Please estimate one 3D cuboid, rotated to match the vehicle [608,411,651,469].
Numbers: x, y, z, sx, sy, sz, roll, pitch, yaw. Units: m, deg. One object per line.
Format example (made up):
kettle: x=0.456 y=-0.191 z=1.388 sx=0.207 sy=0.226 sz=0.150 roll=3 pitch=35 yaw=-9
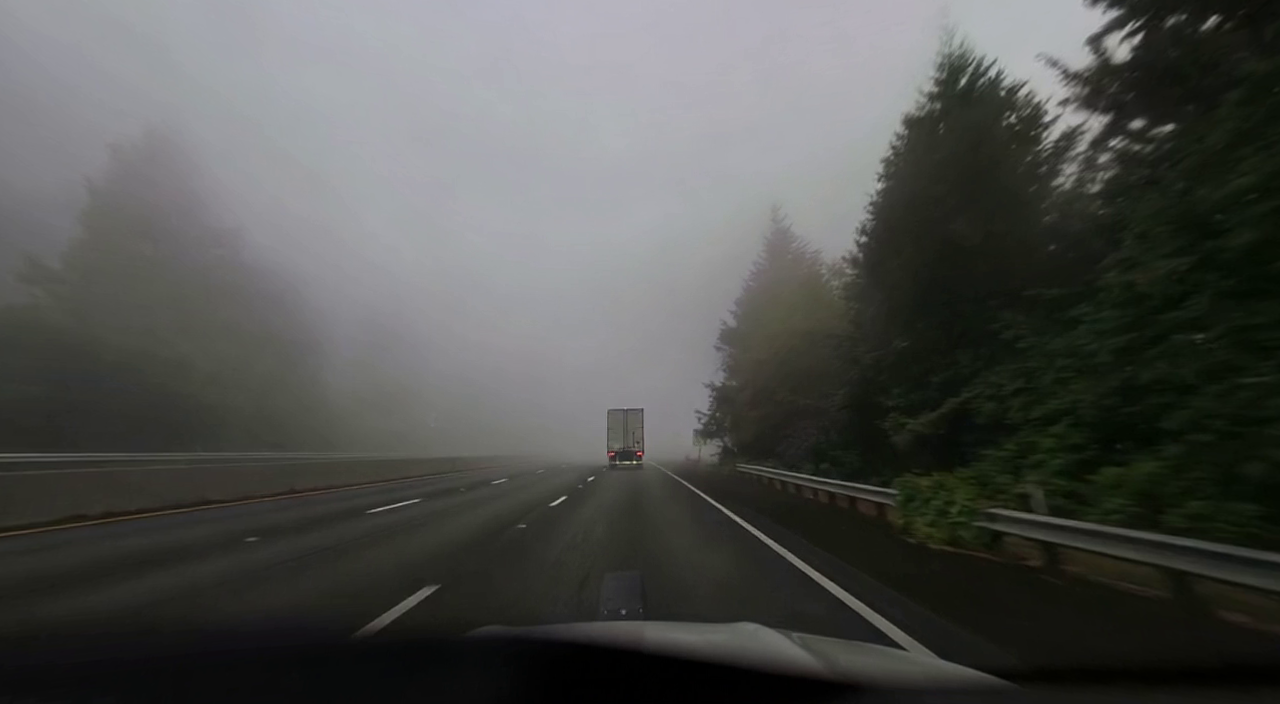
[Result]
vehicle: x=-0.767 y=6.940 z=48.979 sx=2.982 sy=3.947 sz=11.075 roll=0 pitch=-9 yaw=0
